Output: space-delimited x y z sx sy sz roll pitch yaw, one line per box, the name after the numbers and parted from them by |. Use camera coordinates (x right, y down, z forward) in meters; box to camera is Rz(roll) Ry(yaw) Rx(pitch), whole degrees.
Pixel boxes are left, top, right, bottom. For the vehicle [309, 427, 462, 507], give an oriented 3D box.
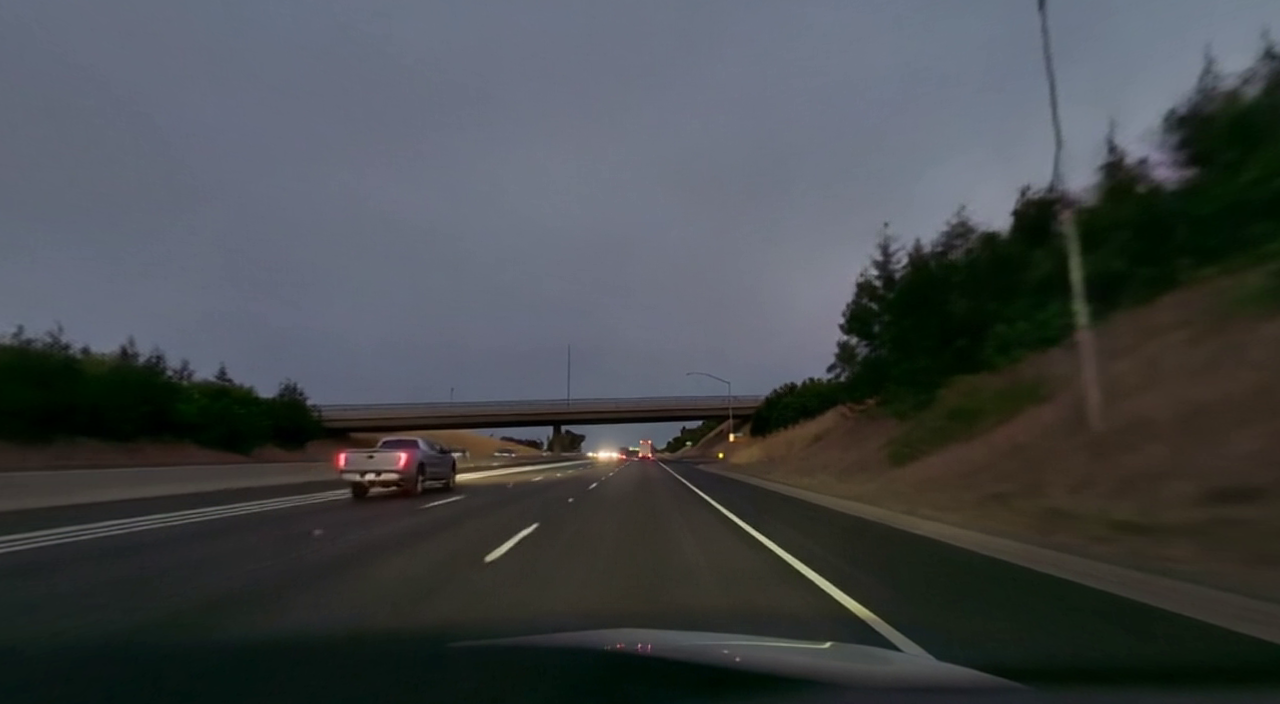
-7.019 3.257 18.211 2.232 1.947 5.180 0 -9 0 | vehicle
